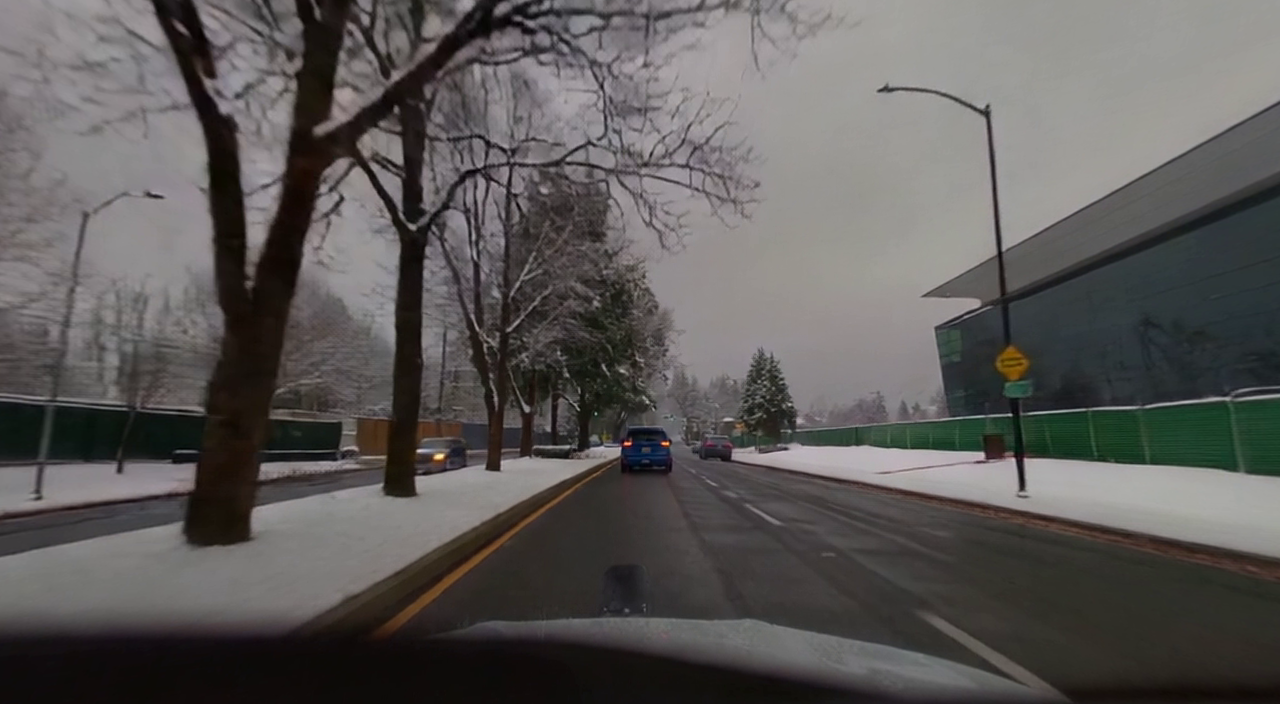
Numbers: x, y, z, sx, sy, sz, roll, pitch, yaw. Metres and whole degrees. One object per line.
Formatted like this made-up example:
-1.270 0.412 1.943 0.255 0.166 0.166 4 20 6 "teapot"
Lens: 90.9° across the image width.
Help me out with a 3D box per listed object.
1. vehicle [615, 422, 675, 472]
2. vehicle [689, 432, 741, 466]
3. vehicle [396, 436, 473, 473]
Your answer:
0.228 4.043 26.938 2.386 1.947 4.168 -1 -8 1 "vehicle"
3.975 5.250 34.167 2.138 1.699 4.852 0 -8 -1 "vehicle"
-8.997 4.528 28.101 2.028 1.502 4.646 0 -8 -2 "vehicle"
